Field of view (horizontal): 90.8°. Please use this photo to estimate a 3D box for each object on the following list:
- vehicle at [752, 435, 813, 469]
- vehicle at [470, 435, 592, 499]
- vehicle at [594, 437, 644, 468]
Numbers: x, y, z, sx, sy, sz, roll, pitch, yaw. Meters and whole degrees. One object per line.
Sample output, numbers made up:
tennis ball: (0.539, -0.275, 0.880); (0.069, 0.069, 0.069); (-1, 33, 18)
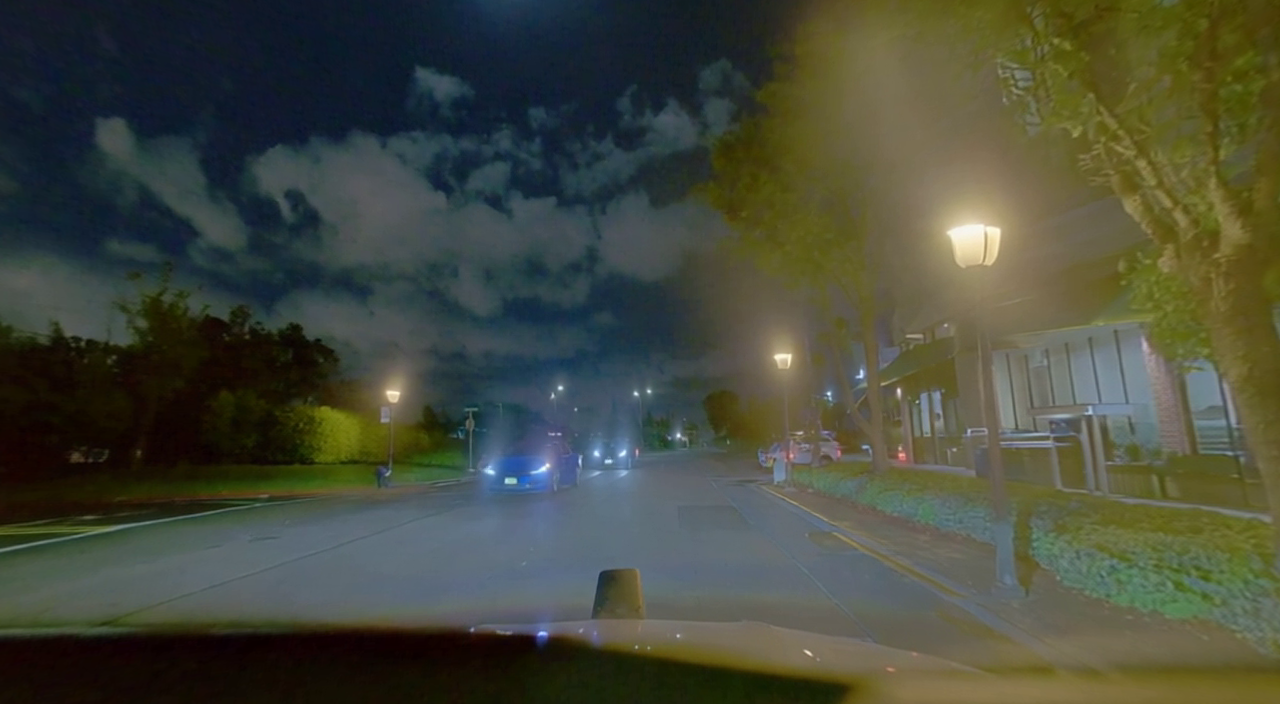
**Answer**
vehicle: (6.663, 4.737, 30.037); (1.918, 1.461, 4.419); (0, -8, 1)
vehicle: (-2.799, 3.101, 17.493); (2.056, 1.508, 4.596); (-1, -9, 7)
vehicle: (-1.107, 5.658, 35.713); (2.110, 1.651, 4.410); (-1, -9, 7)
